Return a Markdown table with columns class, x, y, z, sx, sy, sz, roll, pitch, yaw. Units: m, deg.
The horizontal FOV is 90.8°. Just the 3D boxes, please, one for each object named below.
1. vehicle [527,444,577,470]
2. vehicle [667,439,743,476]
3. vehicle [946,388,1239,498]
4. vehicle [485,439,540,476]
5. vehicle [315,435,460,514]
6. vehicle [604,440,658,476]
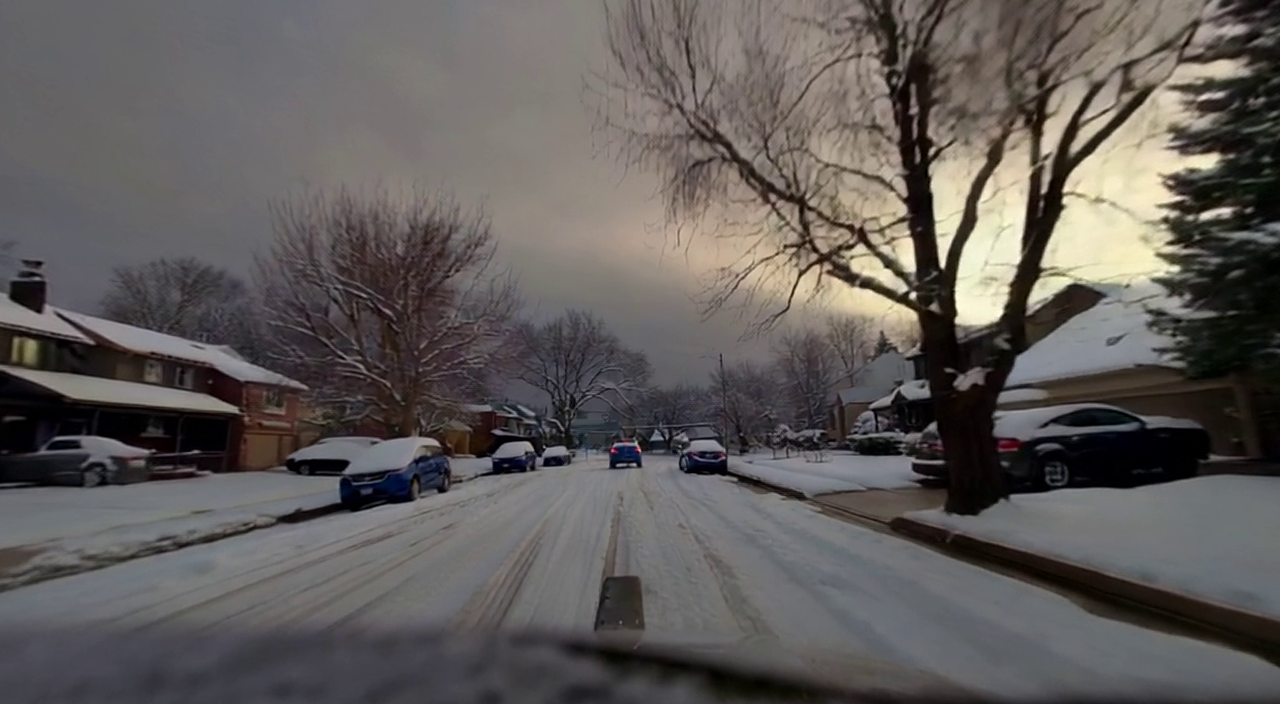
| class | x | y | z | sx | sy | sz | roll | pitch | yaw |
| --- | --- | --- | --- | --- | --- | --- | --- | --- | --- |
| vehicle | -6.659 | 7.998 | 48.451 | 2.641 | 1.747 | 4.738 | -4 | -8 | 6 |
| vehicle | 2.767 | 4.700 | 28.282 | 2.429 | 1.502 | 4.474 | 1 | -9 | -7 |
| vehicle | 9.673 | 1.973 | 13.817 | 4.813 | 1.914 | 2.041 | -3 | -9 | -5 |
| vehicle | -7.177 | 5.953 | 35.942 | 2.235 | 1.851 | 4.662 | -2 | -9 | -1 |
| vehicle | -6.753 | 3.251 | 17.598 | 2.254 | 1.773 | 4.795 | -2 | -7 | -2 |
| vehicle | -0.481 | 4.648 | 27.958 | 2.192 | 1.474 | 4.192 | 1 | -9 | -3 |
